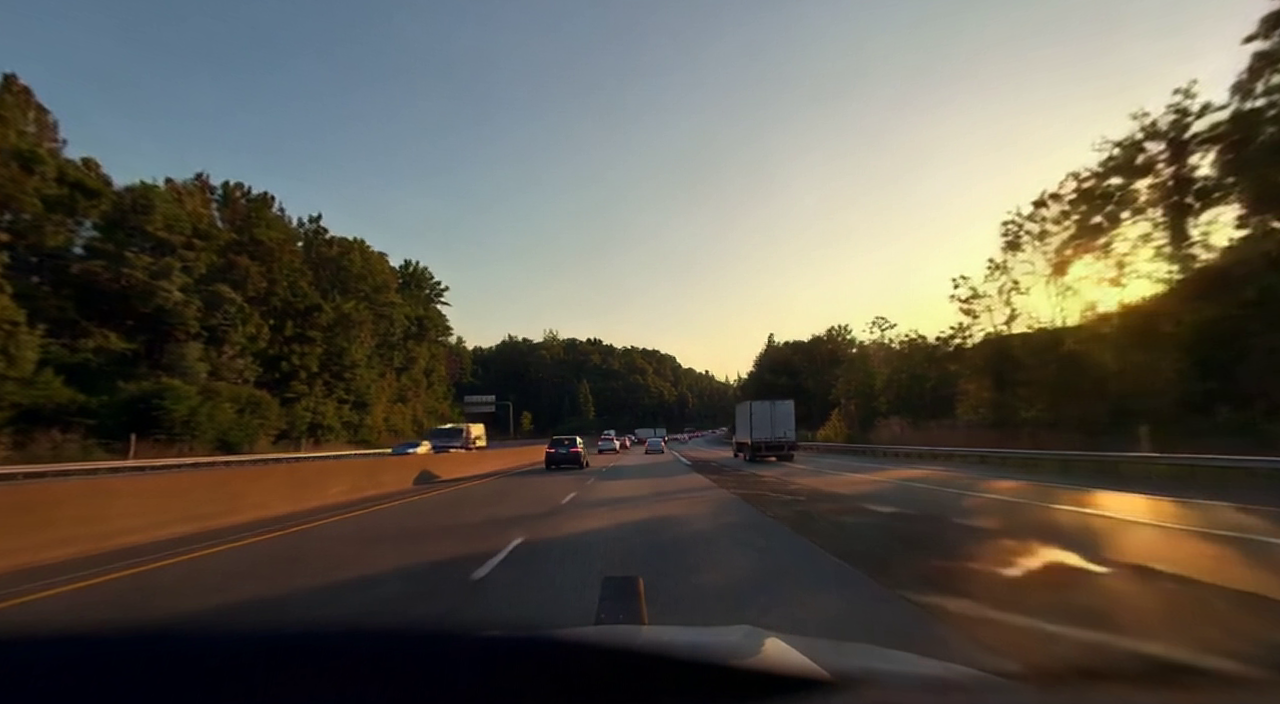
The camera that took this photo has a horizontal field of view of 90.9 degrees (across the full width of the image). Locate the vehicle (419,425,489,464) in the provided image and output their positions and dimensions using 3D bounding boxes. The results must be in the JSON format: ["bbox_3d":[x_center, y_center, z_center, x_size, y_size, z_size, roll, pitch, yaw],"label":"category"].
[{"bbox_3d":[-11.368,5.699,39.179,2.310,2.226,6.079,0,-8,2],"label":"vehicle"}]

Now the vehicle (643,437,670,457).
[{"bbox_3d":[1.229,7.295,48.782,2.004,1.465,3.842,0,-8,1],"label":"vehicle"}]

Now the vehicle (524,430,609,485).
[{"bbox_3d":[-2.280,3.394,20.705,2.137,1.618,4.209,0,-8,2],"label":"vehicle"}]

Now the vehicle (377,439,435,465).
[{"bbox_3d":[-15.022,6.450,40.805,1.913,1.557,4.434,0,-8,2],"label":"vehicle"}]
